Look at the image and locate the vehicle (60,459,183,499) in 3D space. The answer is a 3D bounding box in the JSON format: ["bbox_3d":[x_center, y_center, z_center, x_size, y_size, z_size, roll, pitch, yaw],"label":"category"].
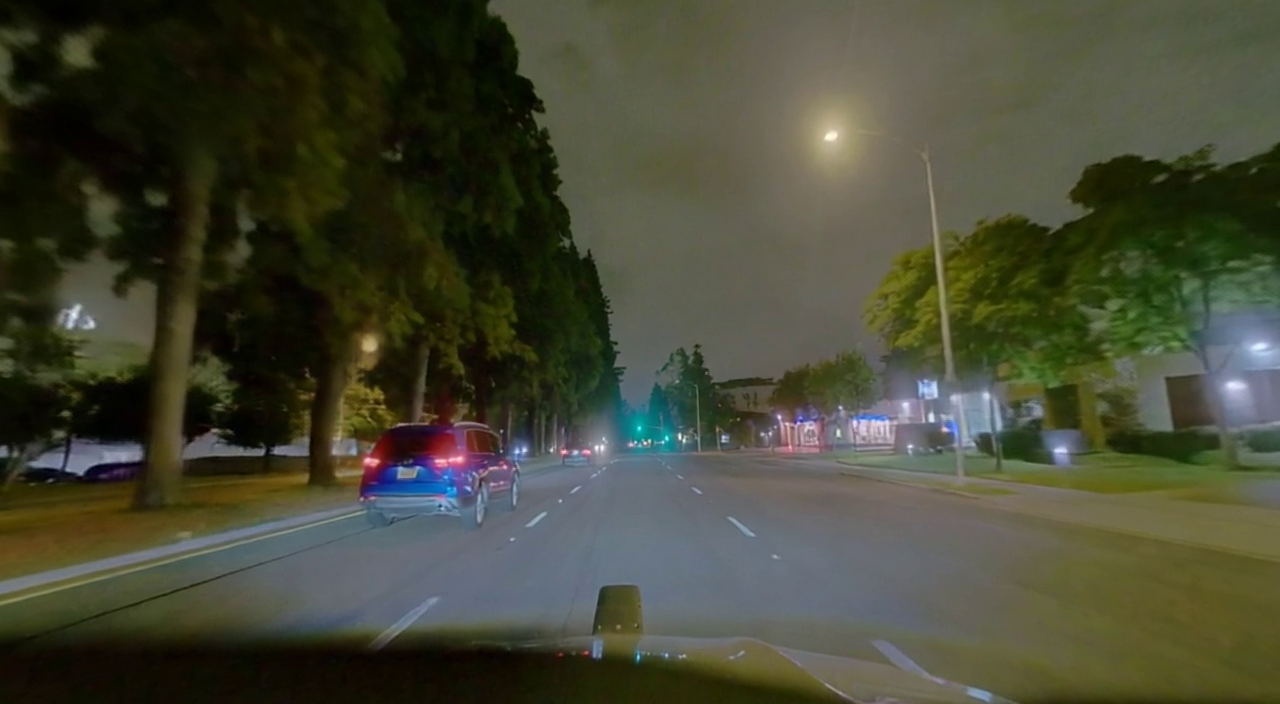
[{"bbox_3d":[-22.768,5.569,28.011,1.741,1.505,4.346,0,-8,0],"label":"vehicle"}]

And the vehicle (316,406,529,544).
[{"bbox_3d":[-3.267,1.944,10.629,2.042,1.817,4.364,0,-8,0],"label":"vehicle"}]

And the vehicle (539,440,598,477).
[{"bbox_3d":[-3.077,4.647,27.969,2.069,1.470,4.601,0,-8,0],"label":"vehicle"}]
